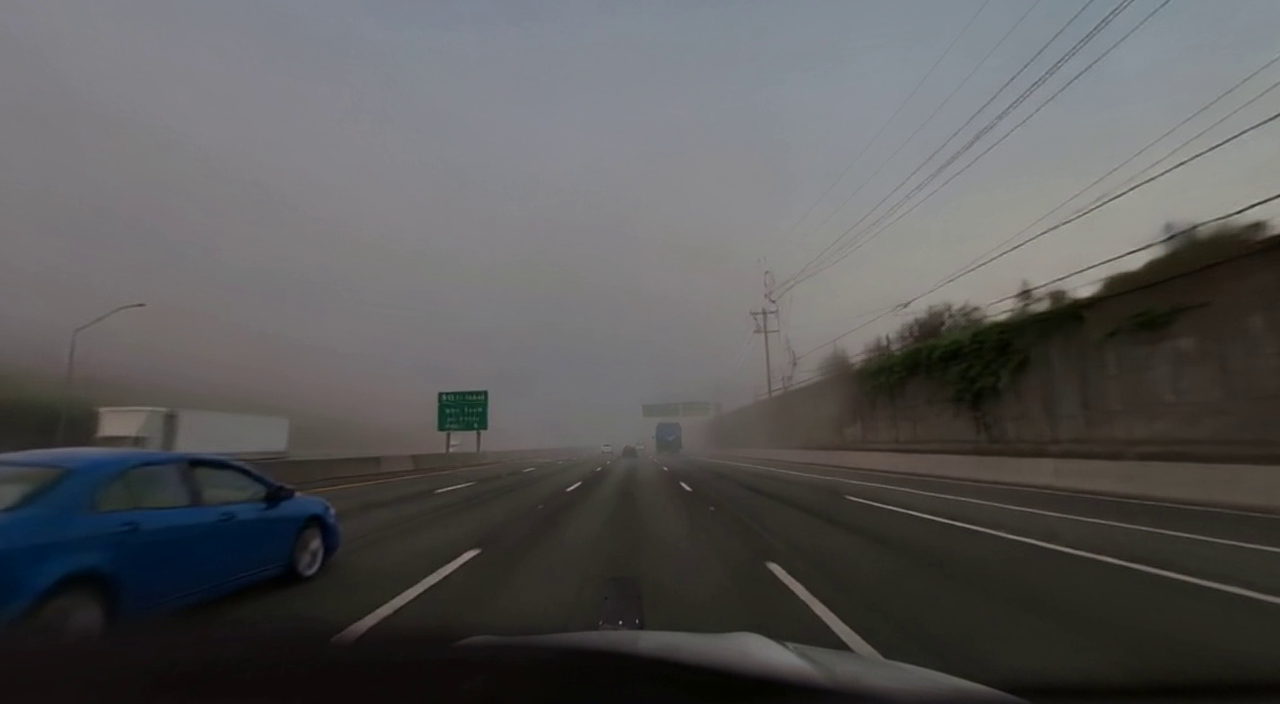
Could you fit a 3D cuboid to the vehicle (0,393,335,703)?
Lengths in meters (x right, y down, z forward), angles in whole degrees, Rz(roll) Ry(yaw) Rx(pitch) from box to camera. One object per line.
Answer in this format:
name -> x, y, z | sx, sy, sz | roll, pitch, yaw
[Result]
vehicle -> -3.961, 1.127, 3.958 | 2.009, 1.533, 4.175 | 0, -9, 0
